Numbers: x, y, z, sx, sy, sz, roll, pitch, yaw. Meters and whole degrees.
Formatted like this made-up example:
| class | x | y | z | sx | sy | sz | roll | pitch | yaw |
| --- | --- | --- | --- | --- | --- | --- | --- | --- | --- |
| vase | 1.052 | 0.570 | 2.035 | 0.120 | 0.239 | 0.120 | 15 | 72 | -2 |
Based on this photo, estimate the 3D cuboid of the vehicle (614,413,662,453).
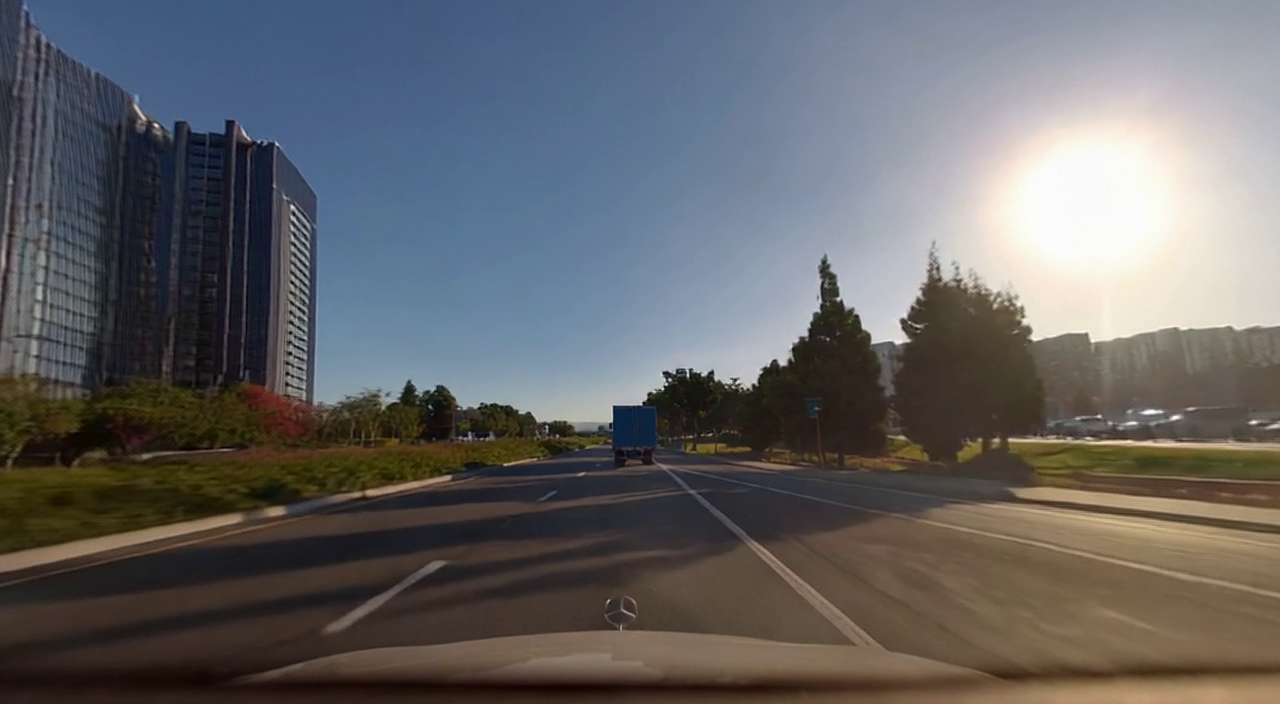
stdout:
| class | x | y | z | sx | sy | sz | roll | pitch | yaw |
| --- | --- | --- | --- | --- | --- | --- | --- | --- | --- |
| vehicle | -0.196 | 4.102 | 31.456 | 2.178 | 1.829 | 4.932 | 1 | -9 | -3 |
